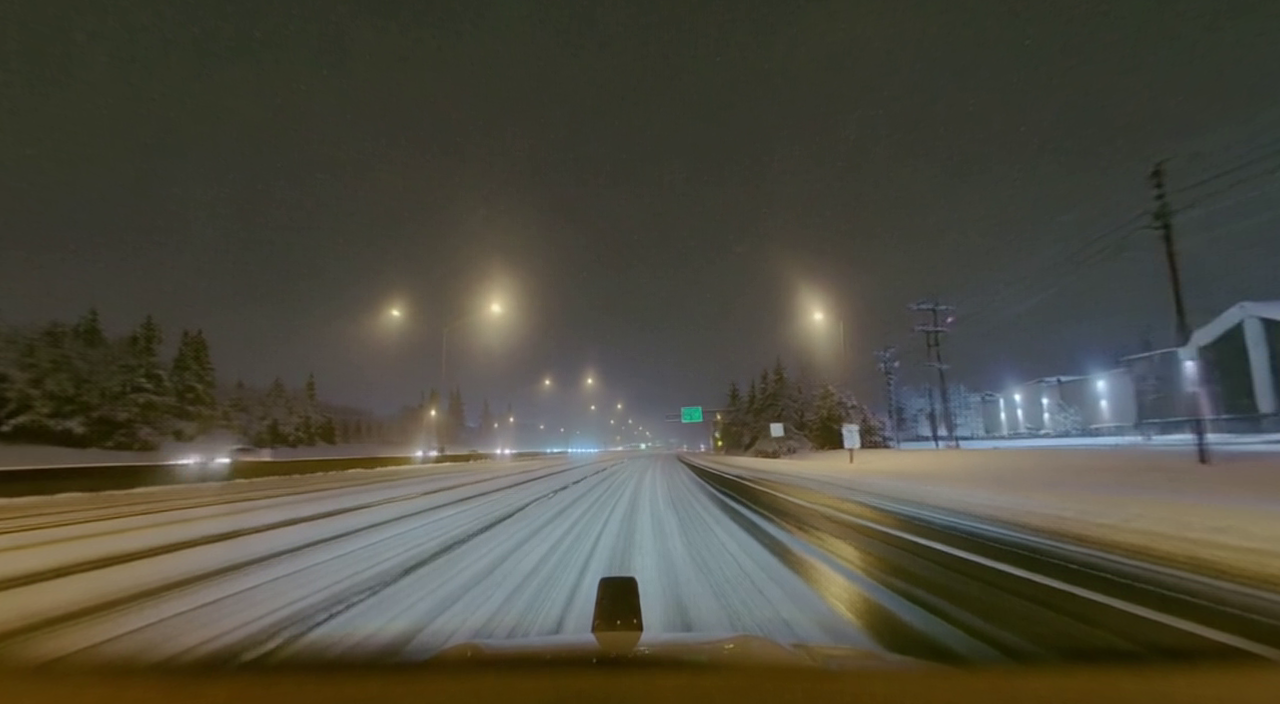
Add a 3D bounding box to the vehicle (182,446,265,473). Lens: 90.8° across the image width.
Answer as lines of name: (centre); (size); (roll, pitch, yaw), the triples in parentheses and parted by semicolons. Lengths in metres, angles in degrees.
vehicle: (-24.702, 6.391, 37.707); (1.840, 1.495, 4.444); (0, -8, 2)
